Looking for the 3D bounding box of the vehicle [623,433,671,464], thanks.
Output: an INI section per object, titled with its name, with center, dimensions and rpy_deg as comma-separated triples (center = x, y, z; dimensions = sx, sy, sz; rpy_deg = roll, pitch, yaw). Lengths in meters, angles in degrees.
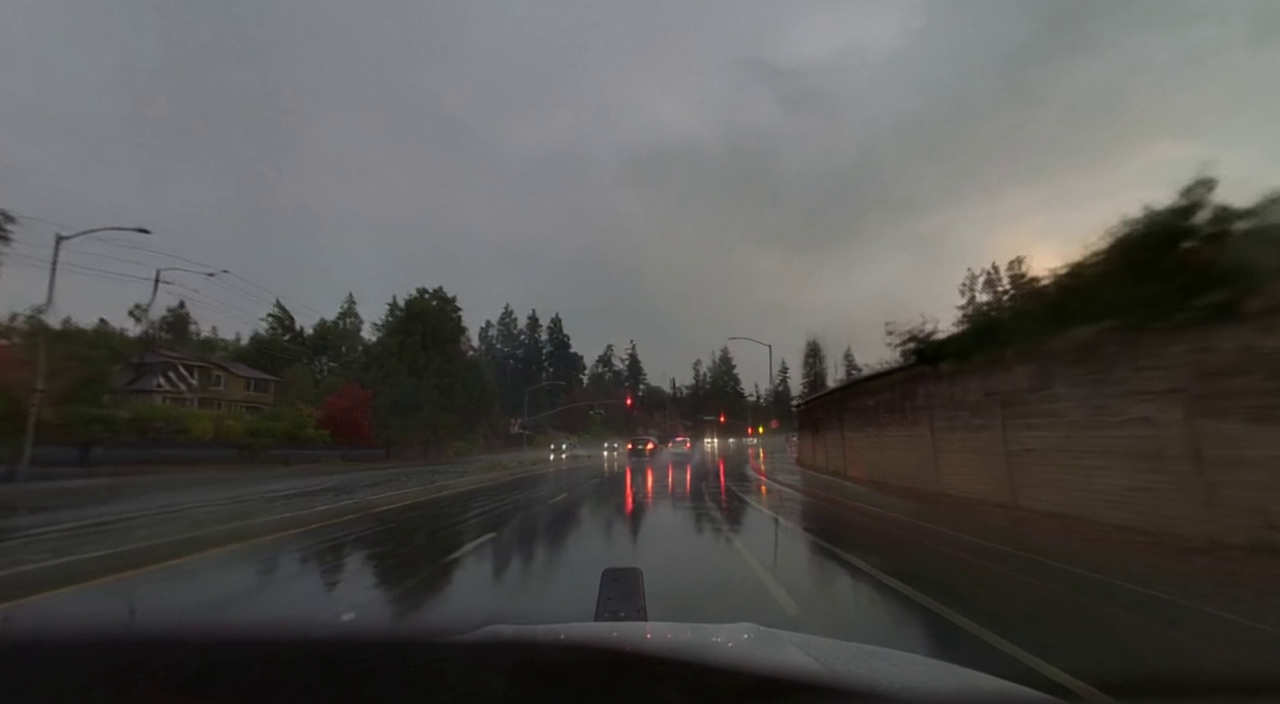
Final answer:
[vehicle]
center = 0.497, 5.957, 38.822
dimensions = 2.152, 1.822, 4.391
rpy_deg = -2, -9, 11
